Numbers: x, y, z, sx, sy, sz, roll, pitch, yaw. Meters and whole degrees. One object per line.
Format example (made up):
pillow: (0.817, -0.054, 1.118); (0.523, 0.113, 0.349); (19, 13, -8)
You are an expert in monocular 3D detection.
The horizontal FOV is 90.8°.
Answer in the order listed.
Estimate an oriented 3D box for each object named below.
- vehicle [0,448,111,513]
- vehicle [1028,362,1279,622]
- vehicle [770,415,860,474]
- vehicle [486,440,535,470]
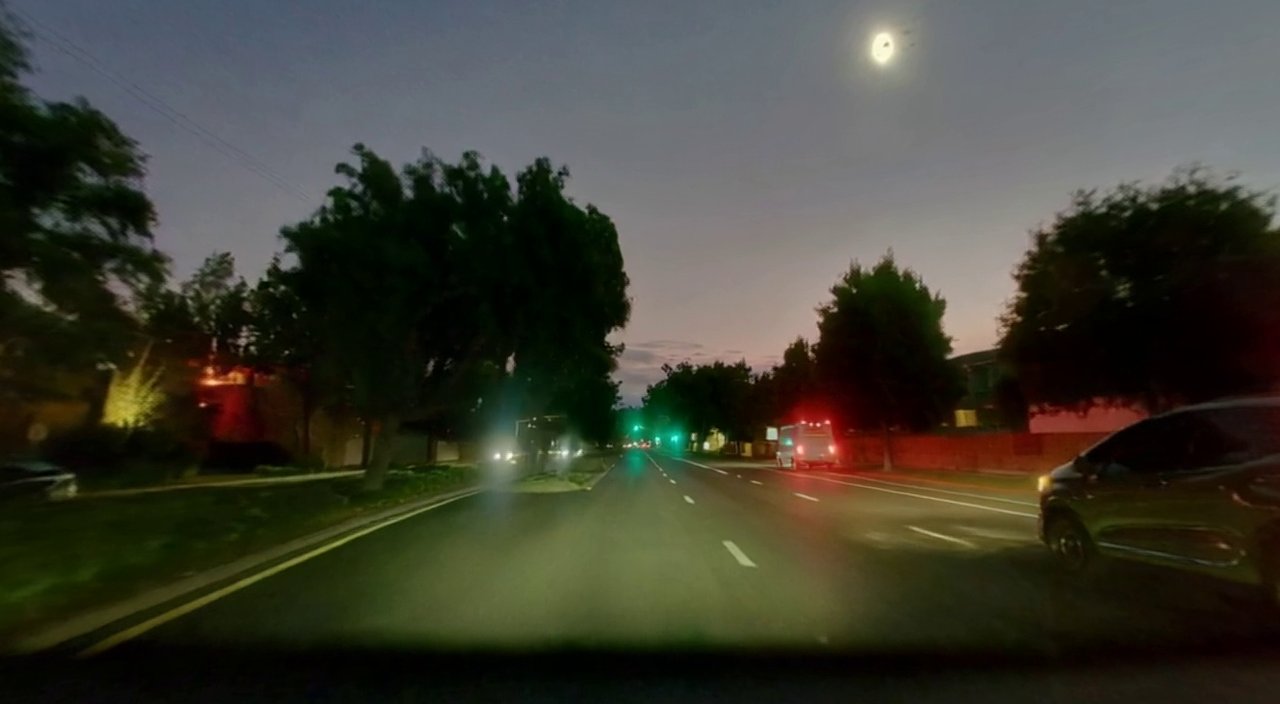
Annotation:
vehicle: (-19.457, 3.822, 18.943); (2.146, 1.848, 5.680); (-1, -9, 1)
vehicle: (6.110, 1.044, 4.703); (2.493, 1.956, 6.125); (0, -9, 0)
vehicle: (10.174, 5.536, 37.810); (2.842, 2.993, 8.104); (-3, -8, -1)
vehicle: (-8.478, 6.785, 41.823); (2.189, 1.816, 4.819); (0, -9, 1)
